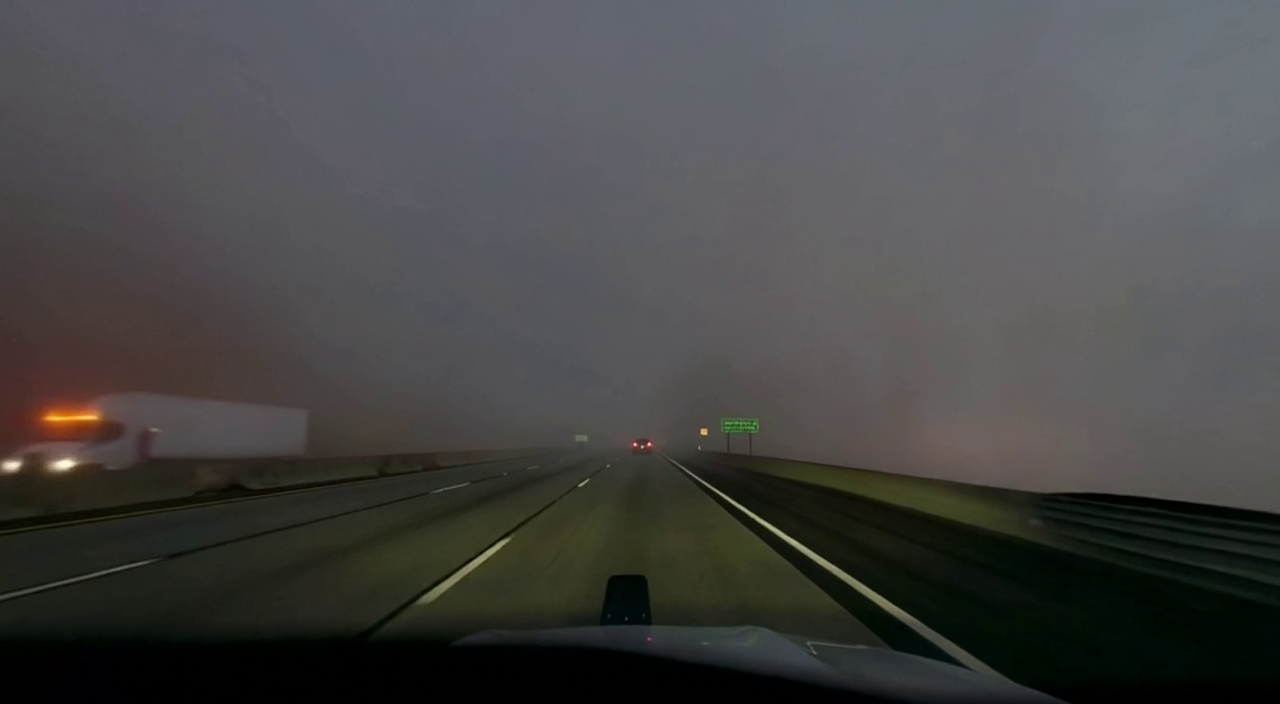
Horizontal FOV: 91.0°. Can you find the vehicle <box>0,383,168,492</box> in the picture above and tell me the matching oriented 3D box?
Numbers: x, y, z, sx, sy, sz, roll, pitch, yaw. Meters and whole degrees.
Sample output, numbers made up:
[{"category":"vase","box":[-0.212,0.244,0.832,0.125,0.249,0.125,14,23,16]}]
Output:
[{"category":"vehicle","box":[-23.175,3.529,25.949,2.978,4.016,5.378,0,-8,0]}]
